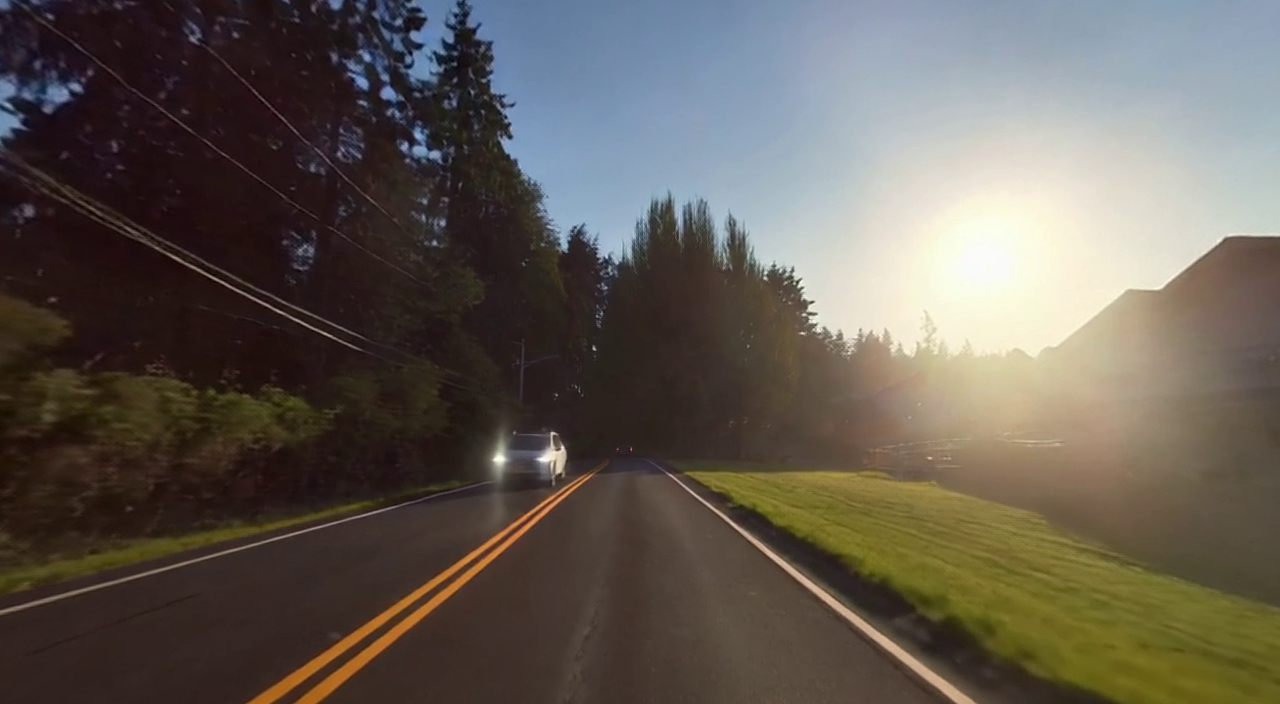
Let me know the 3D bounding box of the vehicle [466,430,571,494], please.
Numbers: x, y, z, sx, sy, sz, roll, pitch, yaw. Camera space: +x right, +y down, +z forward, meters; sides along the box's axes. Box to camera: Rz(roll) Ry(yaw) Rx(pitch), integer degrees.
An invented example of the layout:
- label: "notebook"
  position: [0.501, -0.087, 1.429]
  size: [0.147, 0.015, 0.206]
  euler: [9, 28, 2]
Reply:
- label: "vehicle"
  position: [-4.058, 3.846, 22.461]
  size: [2.531, 1.923, 6.417]
  euler: [0, -8, -1]
